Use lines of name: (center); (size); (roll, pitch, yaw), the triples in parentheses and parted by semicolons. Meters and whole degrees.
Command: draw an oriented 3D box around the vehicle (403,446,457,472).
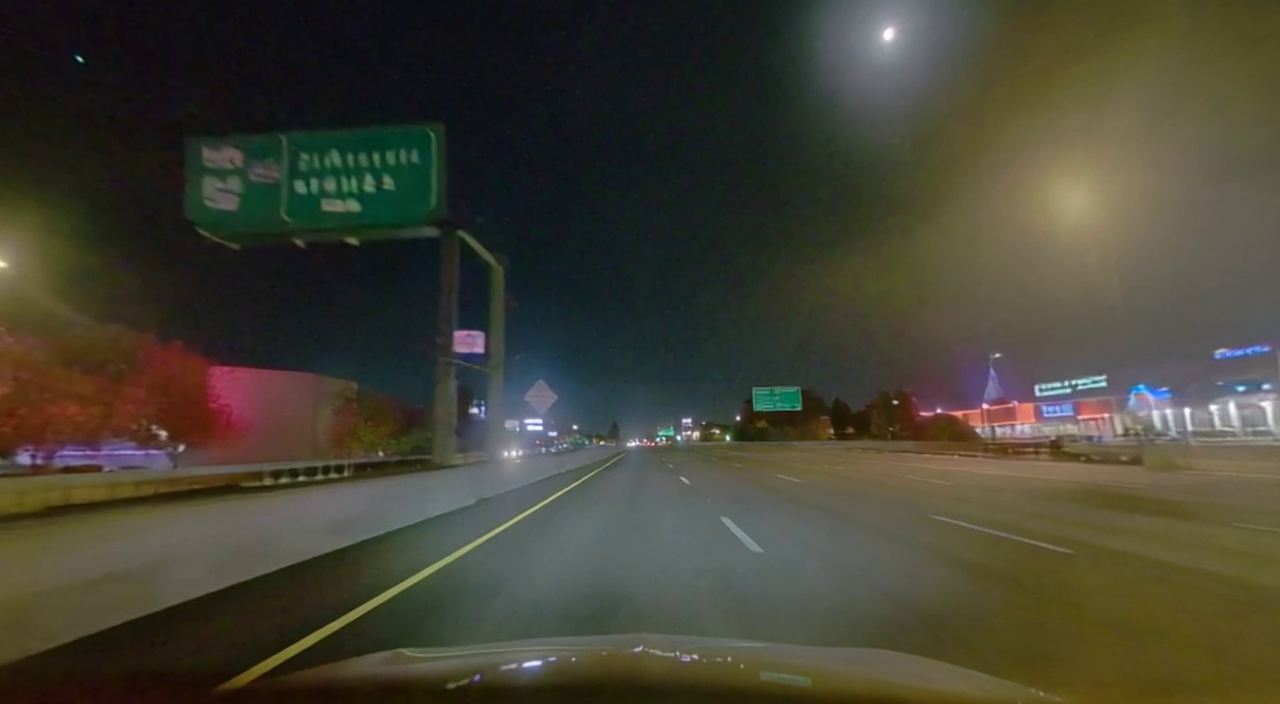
vehicle: (-14.641, 7.448, 44.308); (2.038, 1.700, 4.840); (0, -8, 1)
